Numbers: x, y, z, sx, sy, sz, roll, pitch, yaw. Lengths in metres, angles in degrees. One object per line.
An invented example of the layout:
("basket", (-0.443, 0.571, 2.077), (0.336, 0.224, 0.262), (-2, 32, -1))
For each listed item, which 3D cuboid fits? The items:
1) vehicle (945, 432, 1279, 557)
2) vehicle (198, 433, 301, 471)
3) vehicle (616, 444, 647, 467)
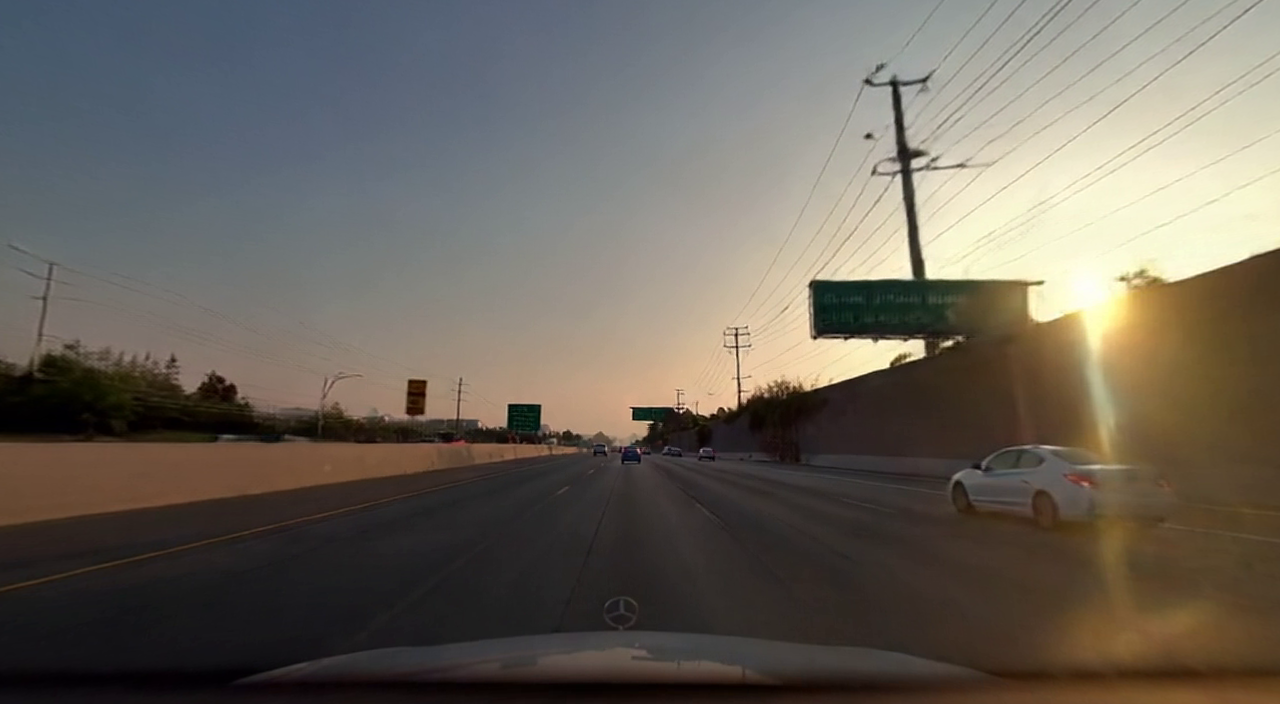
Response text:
("vehicle", (6.637, 1.983, 9.568), (1.876, 1.451, 4.154), (0, -8, -2))
("vehicle", (-20.335, 5.238, 33.282), (2.213, 1.823, 5.049), (0, -8, 0))
("vehicle", (-0.621, 7.165, 44.016), (2.109, 1.489, 4.027), (0, -8, -2))
